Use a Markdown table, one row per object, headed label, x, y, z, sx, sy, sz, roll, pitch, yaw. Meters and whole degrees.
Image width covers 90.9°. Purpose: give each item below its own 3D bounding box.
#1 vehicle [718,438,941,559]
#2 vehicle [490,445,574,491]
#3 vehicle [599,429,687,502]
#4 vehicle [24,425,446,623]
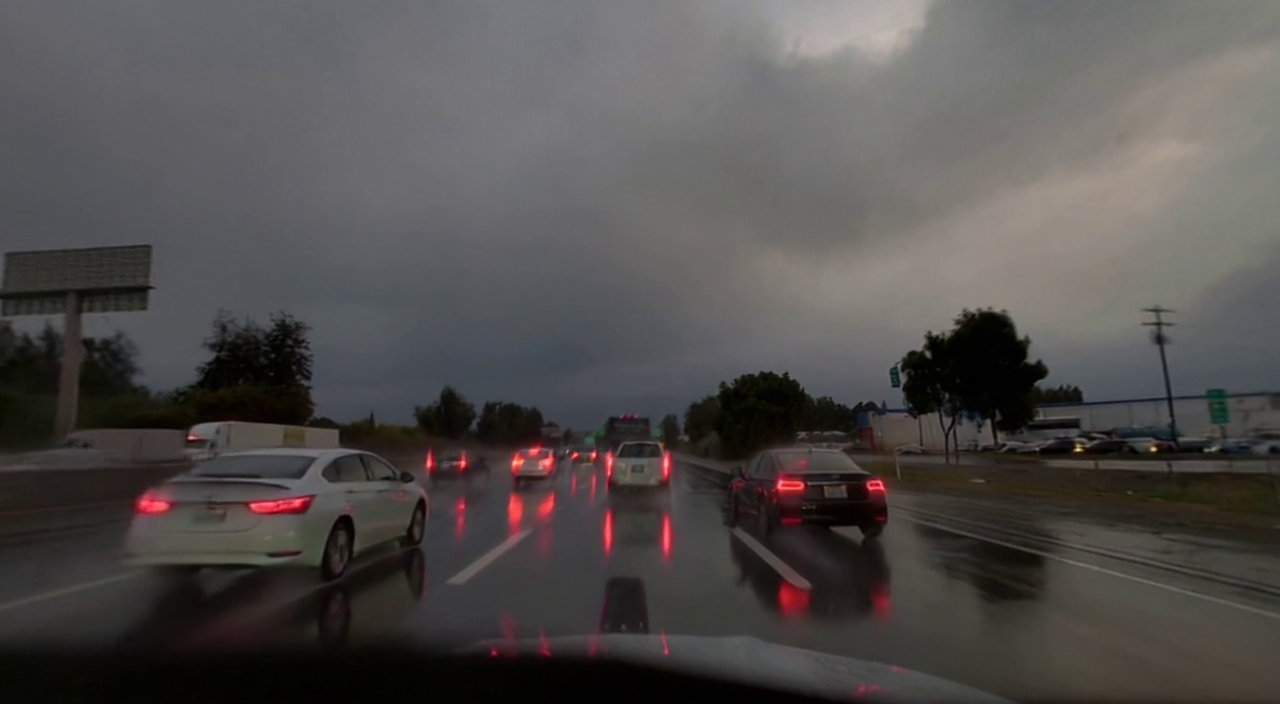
| label | x | y | z | sx | sy | sz | roll | pitch | yaw |
| --- | --- | --- | --- | --- | --- | --- | --- | --- | --- |
| vehicle | 2.623 | 2.149 | 10.084 | 2.018 | 1.470 | 4.491 | 0 | -9 | -2 |
| vehicle | -3.678 | 4.048 | 22.382 | 2.132 | 1.464 | 4.481 | 0 | -9 | 1 |
| vehicle | 0.106 | 3.110 | 17.566 | 2.152 | 1.779 | 3.924 | 0 | -9 | 1 |
| vehicle | -3.763 | 1.642 | 6.992 | 1.883 | 1.500 | 4.161 | 0 | -9 | 0 |
